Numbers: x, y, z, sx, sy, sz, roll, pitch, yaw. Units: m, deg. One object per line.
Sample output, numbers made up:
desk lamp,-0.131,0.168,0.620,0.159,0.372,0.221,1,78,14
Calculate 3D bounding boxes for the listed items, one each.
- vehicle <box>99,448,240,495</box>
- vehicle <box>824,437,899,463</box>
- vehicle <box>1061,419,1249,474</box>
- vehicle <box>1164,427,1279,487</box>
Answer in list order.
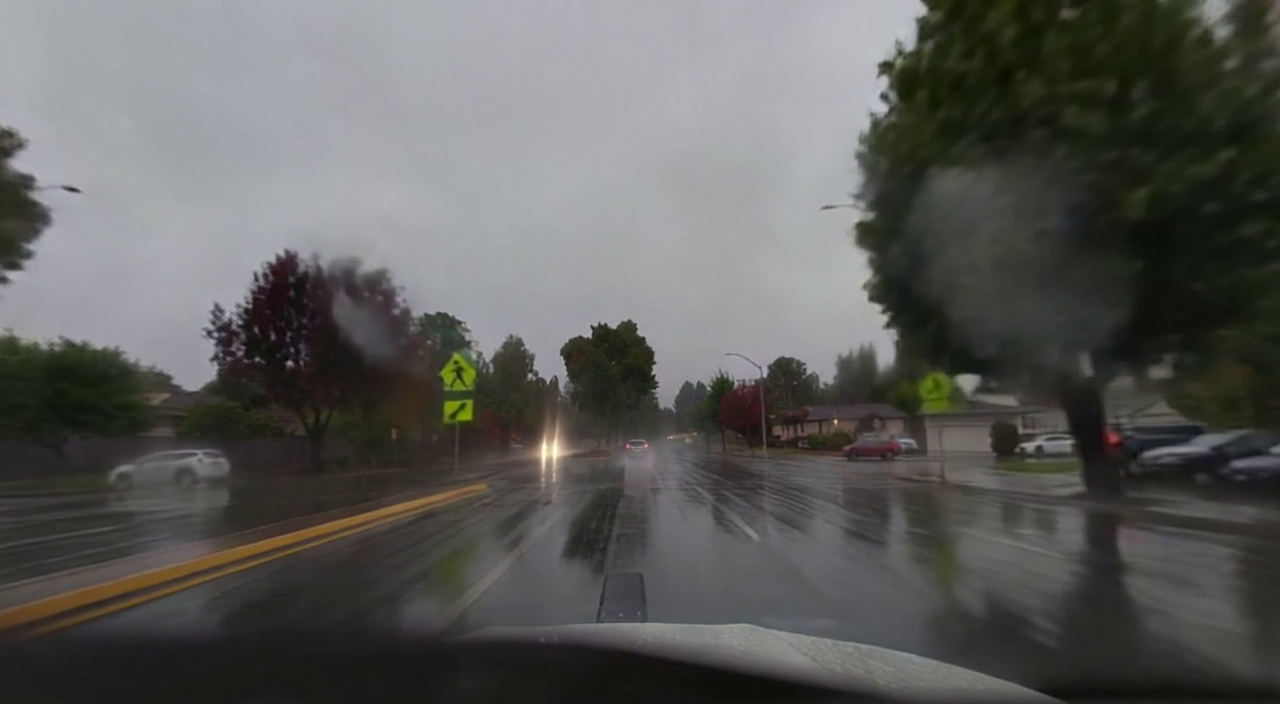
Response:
vehicle,-20.035,5.072,27.042,4.534,1.724,1.952,-3,-9,2
vehicle,15.342,6.800,43.864,4.696,1.651,2.218,-3,-9,20
vehicle,17.570,3.233,21.730,4.803,1.781,1.977,0,-8,-4
vehicle,16.611,2.645,16.022,4.762,1.415,1.980,-1,-8,3
